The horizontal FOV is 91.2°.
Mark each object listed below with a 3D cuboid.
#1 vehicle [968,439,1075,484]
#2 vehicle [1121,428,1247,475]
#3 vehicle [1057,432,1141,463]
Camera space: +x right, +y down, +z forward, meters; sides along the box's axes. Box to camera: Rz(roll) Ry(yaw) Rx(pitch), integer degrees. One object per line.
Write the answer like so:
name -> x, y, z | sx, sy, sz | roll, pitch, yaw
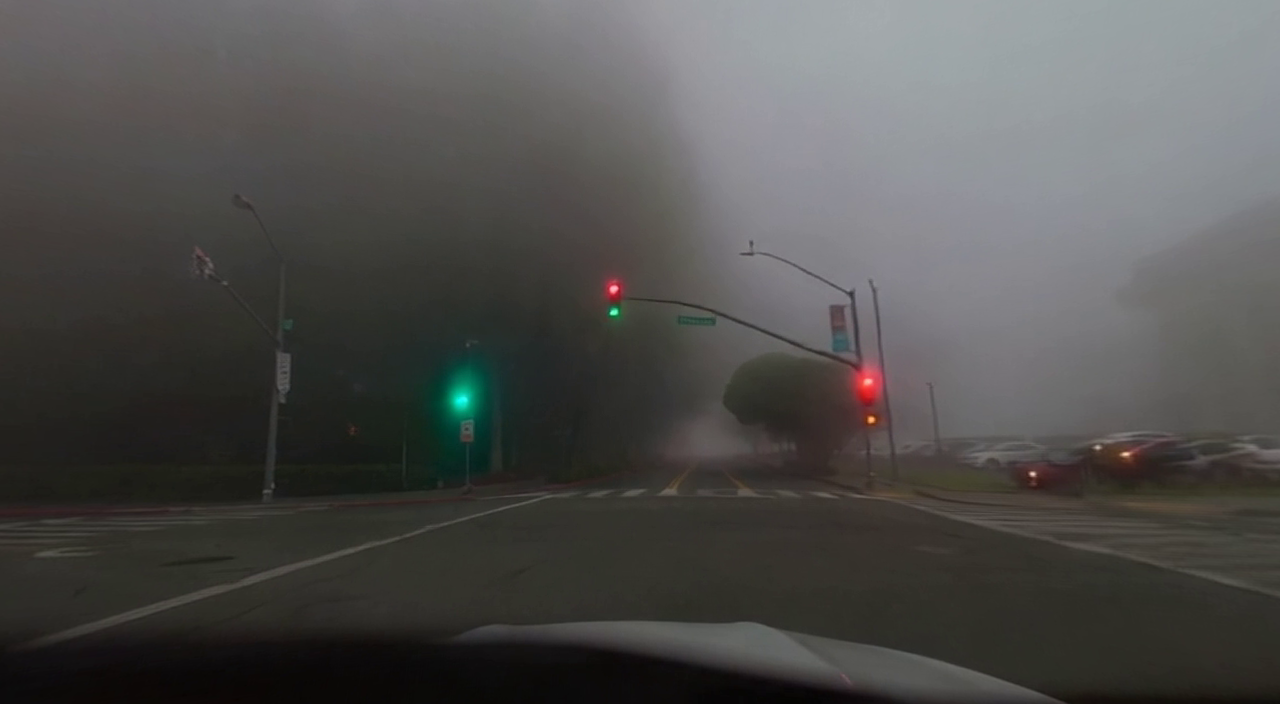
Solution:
vehicle -> 14.096, 3.989, 23.080 | 4.295, 1.508, 1.955 | 7, -11, -40
vehicle -> 19.818, 3.593, 22.800 | 4.522, 1.546, 1.941 | 5, -10, -30
vehicle -> 24.061, 5.033, 33.002 | 1.860, 1.511, 3.569 | -2, -8, 4
